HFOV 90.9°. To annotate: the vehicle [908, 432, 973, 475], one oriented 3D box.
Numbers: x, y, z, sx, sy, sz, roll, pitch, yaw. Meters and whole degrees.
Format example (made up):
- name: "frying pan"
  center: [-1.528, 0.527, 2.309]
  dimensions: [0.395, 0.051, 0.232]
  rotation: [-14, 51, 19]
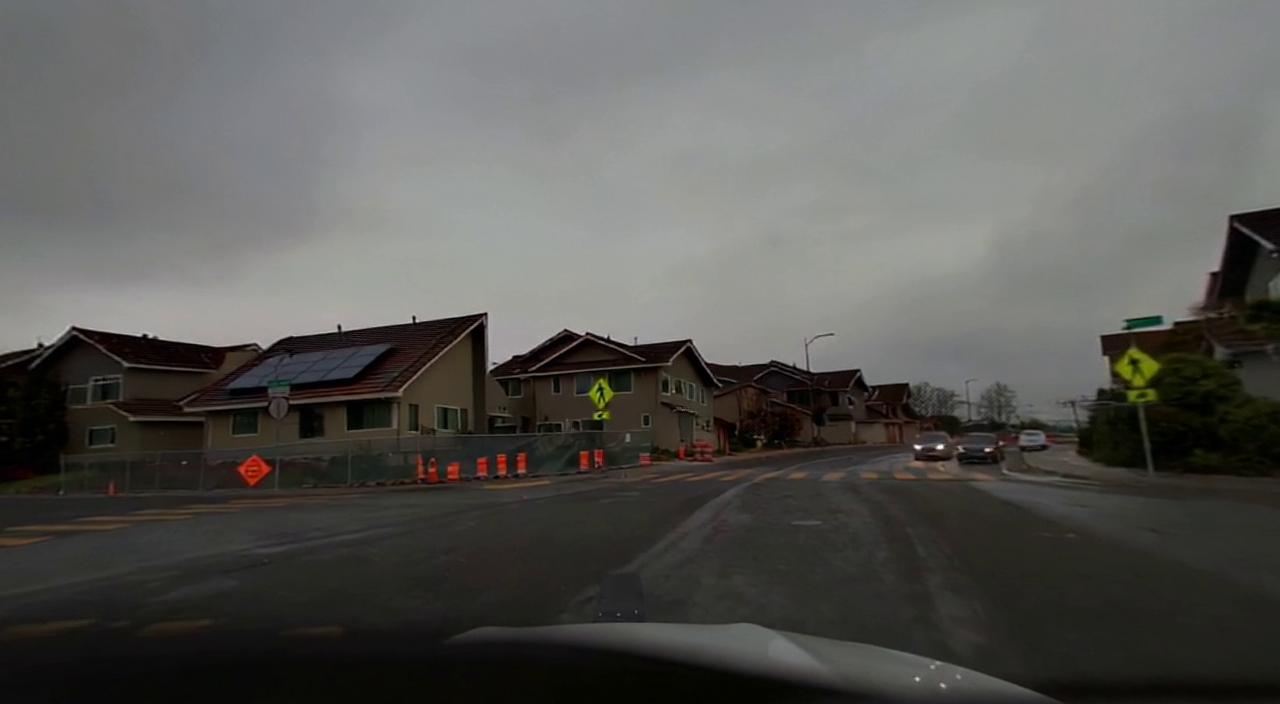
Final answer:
- name: "vehicle"
  center: [11.432, 3.762, 23.834]
  dimensions: [1.966, 1.455, 4.075]
  rotation: [-4, -9, 28]
